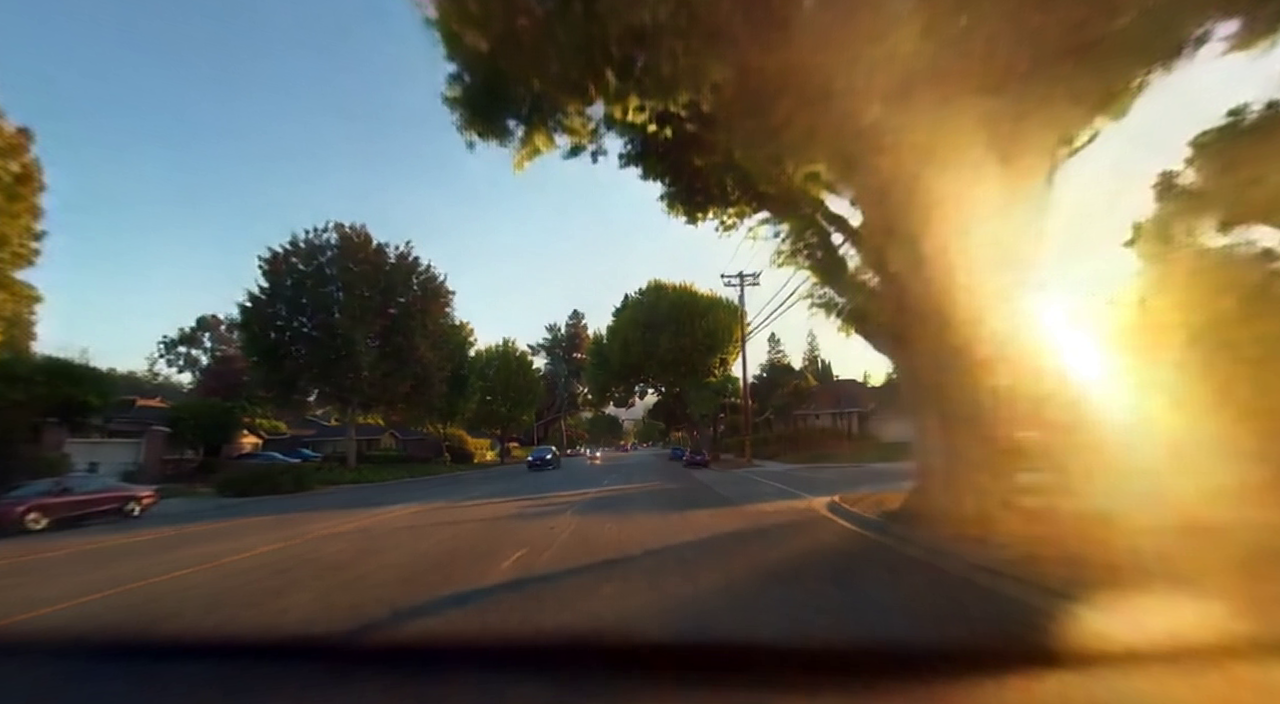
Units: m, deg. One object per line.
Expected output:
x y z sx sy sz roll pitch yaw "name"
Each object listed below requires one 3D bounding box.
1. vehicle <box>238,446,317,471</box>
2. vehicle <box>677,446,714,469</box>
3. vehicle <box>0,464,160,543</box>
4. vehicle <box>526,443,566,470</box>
-28.540 8.369 49.887 4.750 1.845 2.382 0 -8 -1 "vehicle"
3.790 7.331 44.005 2.031 1.500 4.590 0 -8 -1 "vehicle"
-13.821 3.438 14.664 1.863 1.481 4.363 -2 -9 1 "vehicle"
-6.751 7.517 45.788 2.092 1.810 4.882 0 -8 0 "vehicle"
